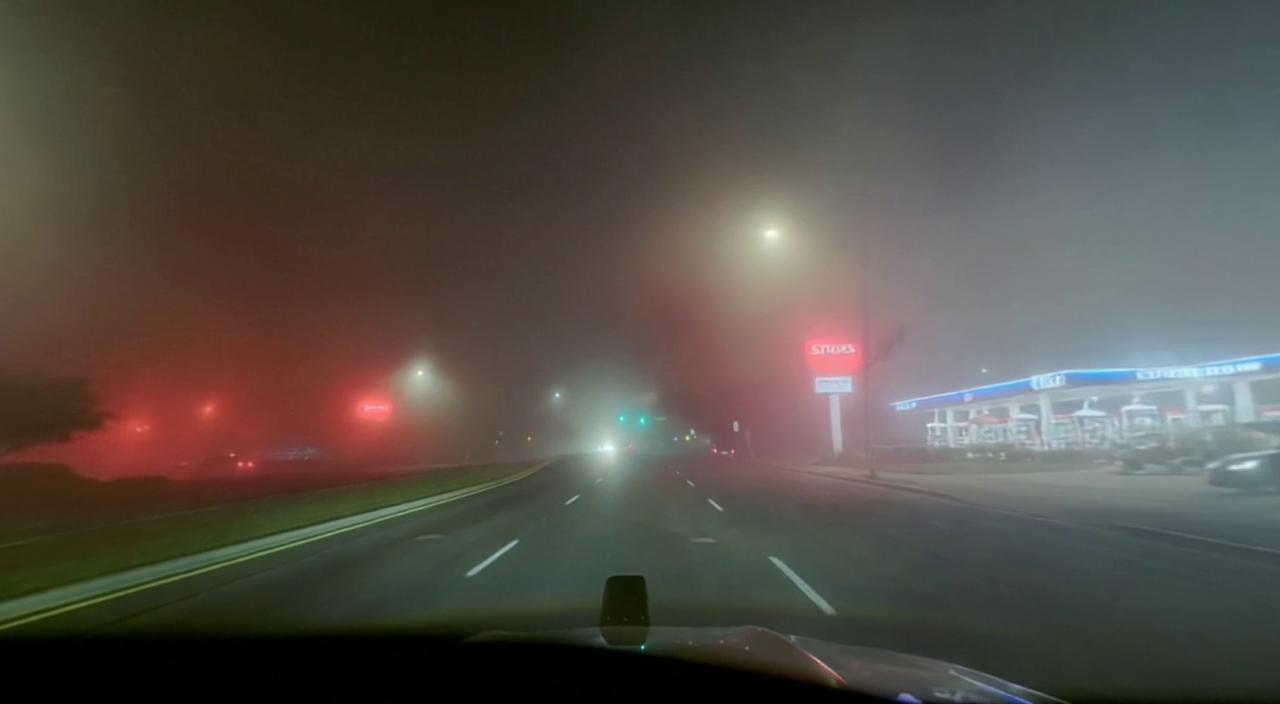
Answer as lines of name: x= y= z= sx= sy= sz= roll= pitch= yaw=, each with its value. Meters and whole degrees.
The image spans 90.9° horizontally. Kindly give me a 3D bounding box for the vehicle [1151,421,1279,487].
vehicle: x=15.830 y=2.595 z=16.237 sx=4.167 sy=1.528 sz=1.874 roll=2 pitch=-9 yaw=-15
